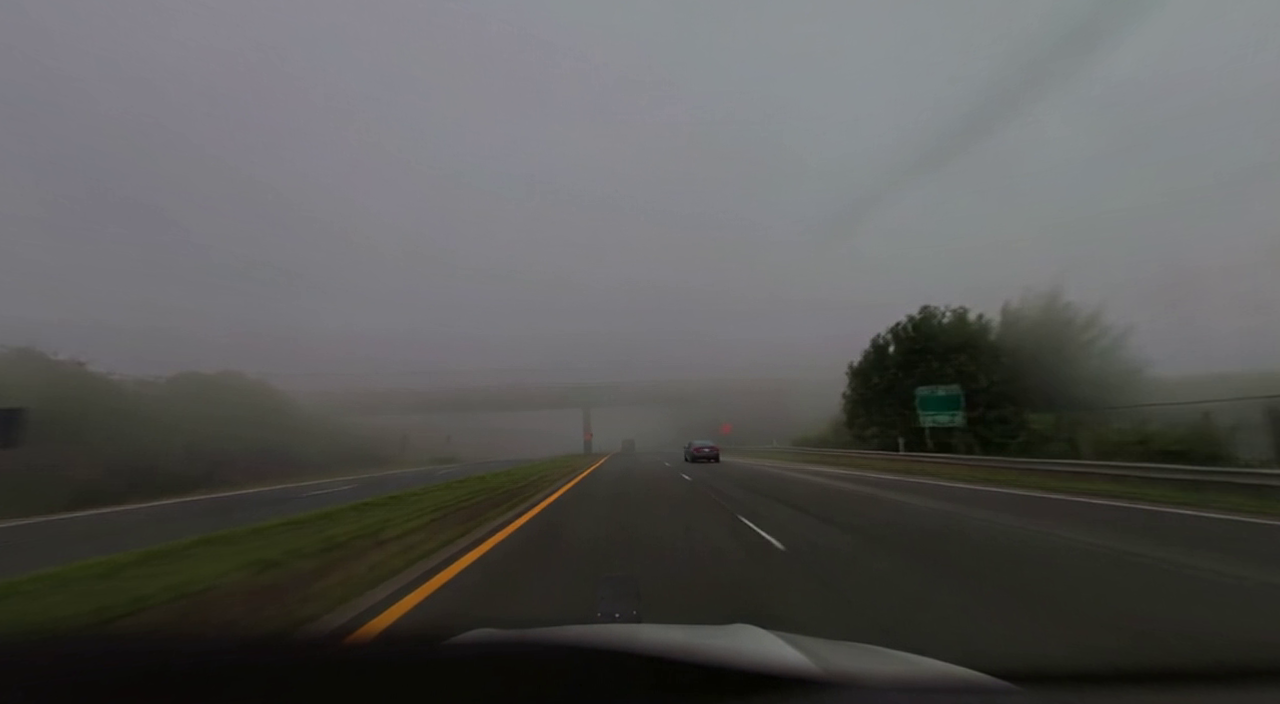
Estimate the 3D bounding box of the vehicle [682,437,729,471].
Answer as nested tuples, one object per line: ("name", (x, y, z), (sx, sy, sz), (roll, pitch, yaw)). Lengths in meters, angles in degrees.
("vehicle", (3.069, 4.851, 30.144), (1.781, 1.470, 3.540), (0, -8, -2))
